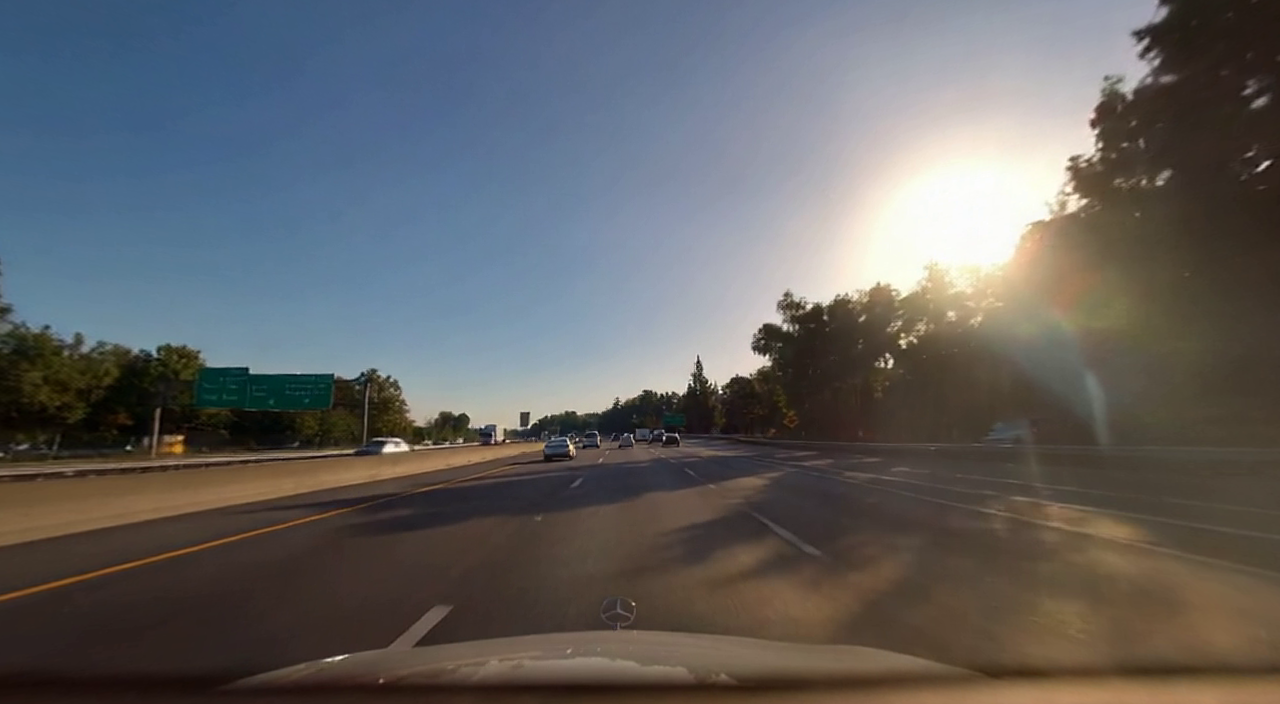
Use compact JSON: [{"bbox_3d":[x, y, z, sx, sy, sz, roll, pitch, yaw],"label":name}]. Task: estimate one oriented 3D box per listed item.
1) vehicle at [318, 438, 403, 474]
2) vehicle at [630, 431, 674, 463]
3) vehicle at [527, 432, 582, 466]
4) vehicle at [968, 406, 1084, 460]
[{"bbox_3d":[-12.453,4.627,28.467,1.859,1.484,4.453,0,-8,-1],"label":"vehicle"},{"bbox_3d":[0.543,4.828,32.192,2.086,1.554,3.875,0,-8,-2],"label":"vehicle"},{"bbox_3d":[-3.917,4.519,29.634,2.014,1.471,4.380,0,-8,-1],"label":"vehicle"},{"bbox_3d":[20.045,4.301,33.200,2.232,2.540,6.015,0,-8,-1],"label":"vehicle"}]
